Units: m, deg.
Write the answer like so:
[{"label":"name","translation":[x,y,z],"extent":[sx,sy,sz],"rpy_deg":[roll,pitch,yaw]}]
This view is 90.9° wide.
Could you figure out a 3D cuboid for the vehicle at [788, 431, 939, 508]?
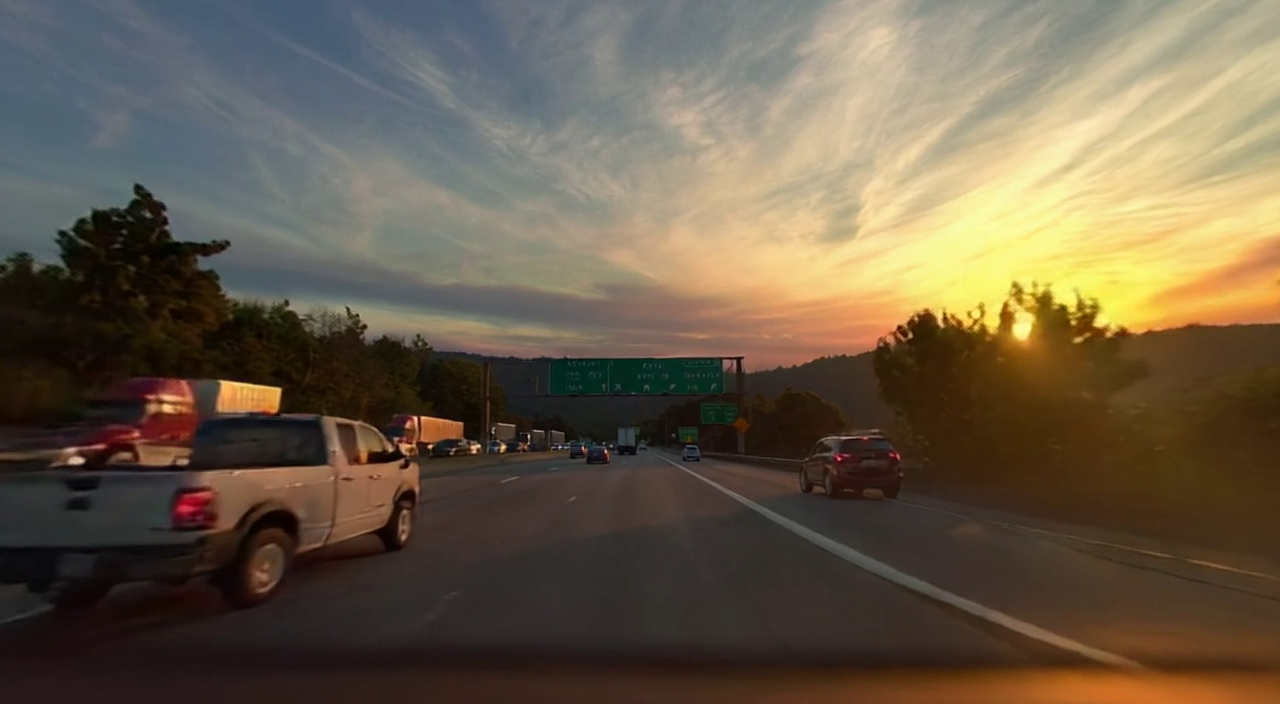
[{"label":"vehicle","translation":[5.617,3.012,16.534],"extent":[2.080,1.725,4.252],"rpy_deg":[1,-9,-5]}]

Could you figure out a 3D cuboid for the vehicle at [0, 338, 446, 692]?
[{"label":"vehicle","translation":[-3.850,1.274,6.099],"extent":[2.220,1.928,5.176],"rpy_deg":[0,-9,1]}]
